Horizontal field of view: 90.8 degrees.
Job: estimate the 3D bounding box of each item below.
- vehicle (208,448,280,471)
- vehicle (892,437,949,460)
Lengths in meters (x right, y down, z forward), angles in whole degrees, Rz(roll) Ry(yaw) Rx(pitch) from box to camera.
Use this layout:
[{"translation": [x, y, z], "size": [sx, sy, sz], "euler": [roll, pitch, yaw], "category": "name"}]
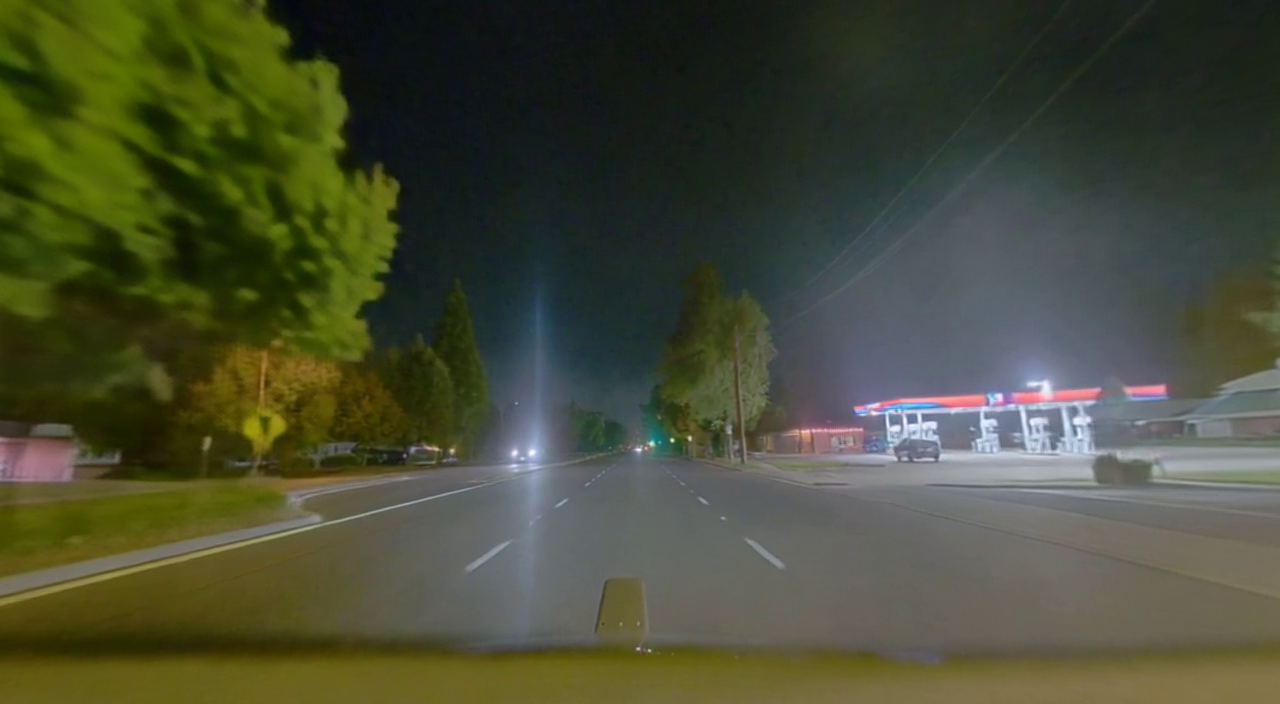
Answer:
[{"translation": [-31.088, 8.451, 49.672], "size": [4.290, 1.701, 2.002], "euler": [0, -9, -3], "category": "vehicle"}, {"translation": [19.224, 6.630, 43.468], "size": [1.994, 1.452, 4.227], "euler": [0, -9, 0], "category": "vehicle"}]
